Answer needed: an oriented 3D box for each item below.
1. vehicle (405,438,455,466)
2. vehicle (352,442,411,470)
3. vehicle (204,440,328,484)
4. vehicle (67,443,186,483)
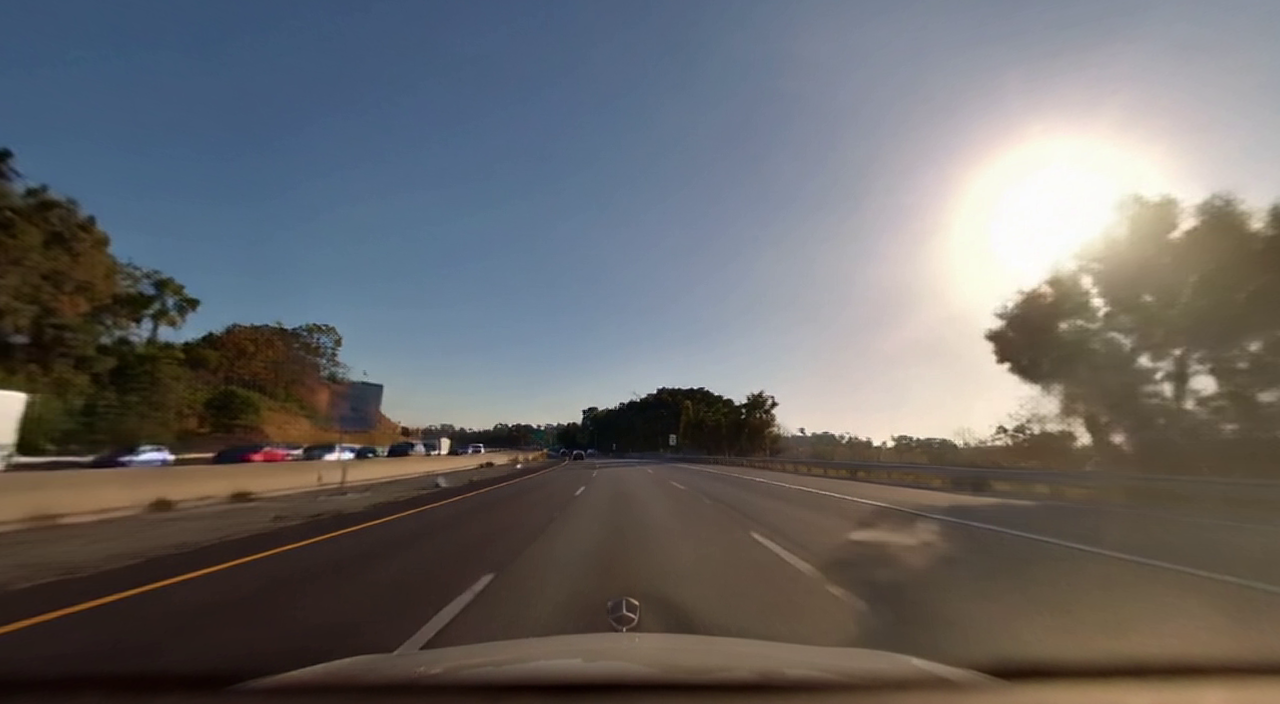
[{"bbox_3d":[-16.186,7.745,48.680,2.201,2.054,5.510,0,-9,-3],"label":"vehicle"},{"bbox_3d":[-15.456,6.217,37.719,1.865,1.563,4.196,0,-9,-1],"label":"vehicle"},{"bbox_3d":[-14.700,4.355,25.050,1.946,1.539,5.095,0,-9,-2],"label":"vehicle"},{"bbox_3d":[-21.030,4.543,25.875,1.778,1.500,3.764,0,-9,-2],"label":"vehicle"}]
